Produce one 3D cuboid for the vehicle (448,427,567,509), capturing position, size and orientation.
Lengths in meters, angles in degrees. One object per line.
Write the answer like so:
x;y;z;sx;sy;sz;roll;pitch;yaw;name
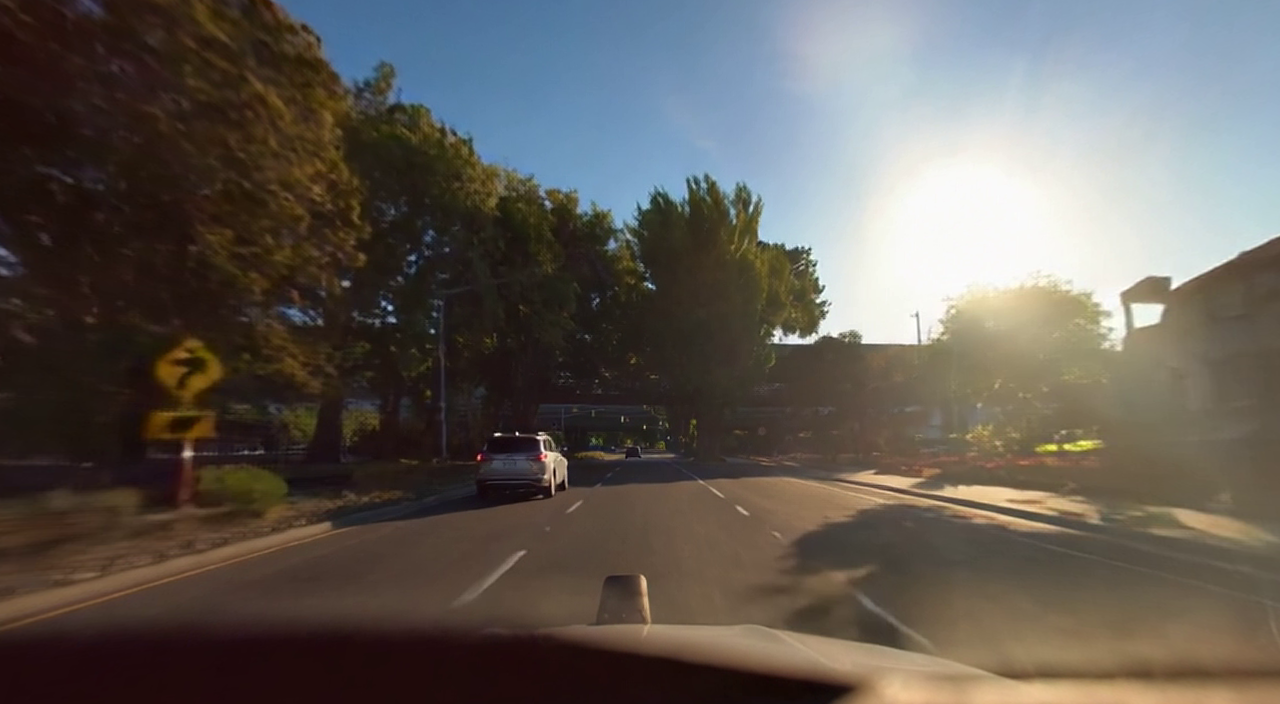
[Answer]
-3.045;2.772;15.461;1.882;1.704;4.335;0;-9;1;vehicle
